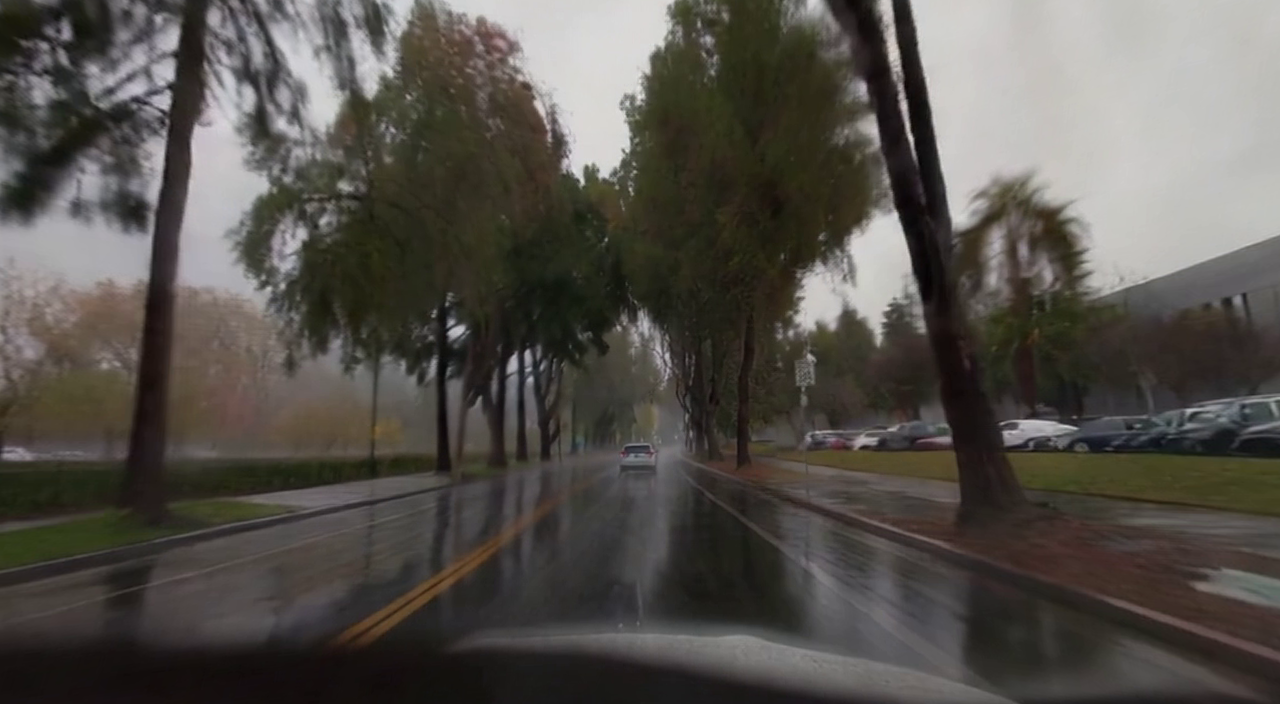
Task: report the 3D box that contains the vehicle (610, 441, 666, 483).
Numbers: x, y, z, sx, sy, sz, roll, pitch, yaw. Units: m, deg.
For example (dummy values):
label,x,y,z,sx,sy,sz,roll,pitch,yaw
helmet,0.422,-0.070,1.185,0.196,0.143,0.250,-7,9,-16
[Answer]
label,x,y,z,sx,sy,sz,roll,pitch,yaw
vehicle,-0.053,4.551,26.546,2.152,1.574,4.223,-1,-8,1
